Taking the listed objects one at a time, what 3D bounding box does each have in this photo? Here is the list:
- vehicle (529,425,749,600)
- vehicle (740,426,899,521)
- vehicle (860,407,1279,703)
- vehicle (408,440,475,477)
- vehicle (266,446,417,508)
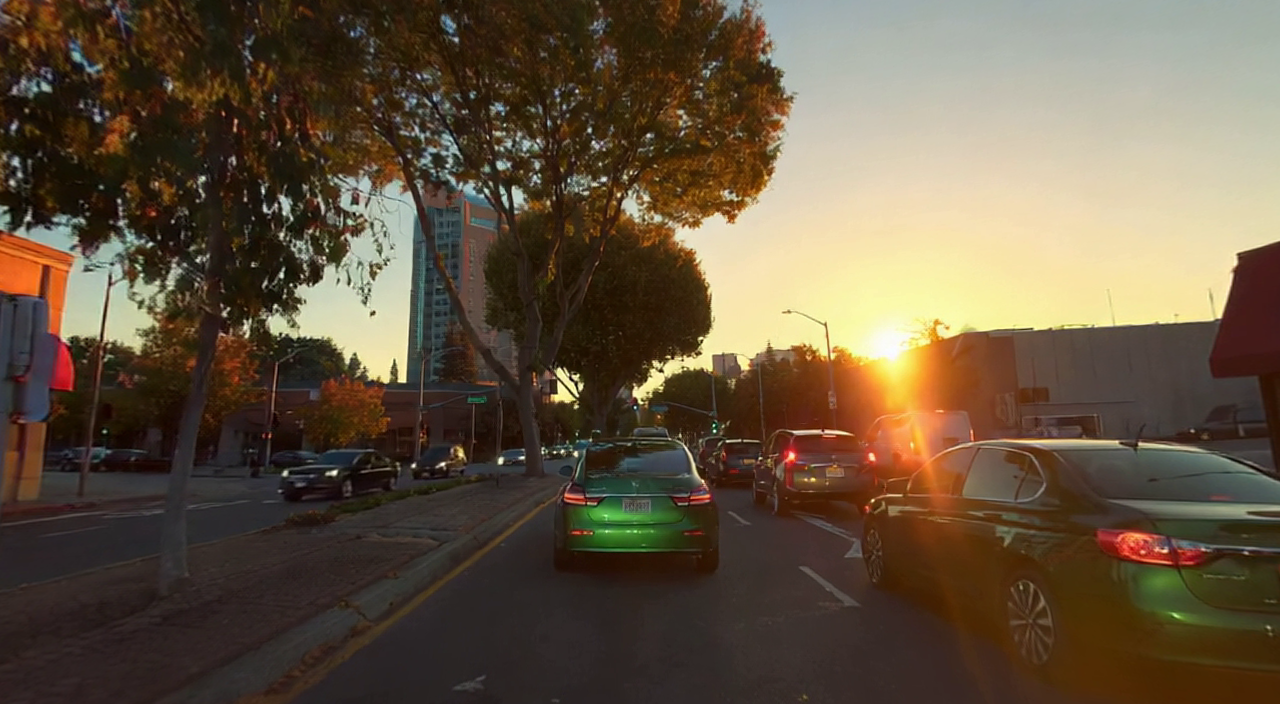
[{"bbox_3d":[-0.021,1.653,7.288,1.887,1.487,3.535,0,-9,0],"label":"vehicle"},{"bbox_3d":[3.537,2.483,13.413,2.025,1.660,4.263,0,-9,-1],"label":"vehicle"},{"bbox_3d":[3.307,1.257,4.474,1.988,1.480,4.195,0,-9,0],"label":"vehicle"},{"bbox_3d":[-10.467,5.648,33.786,2.060,1.792,5.170,0,-9,-2],"label":"vehicle"},{"bbox_3d":[-8.108,3.394,17.674,2.169,1.477,4.168,0,-9,0],"label":"vehicle"}]
